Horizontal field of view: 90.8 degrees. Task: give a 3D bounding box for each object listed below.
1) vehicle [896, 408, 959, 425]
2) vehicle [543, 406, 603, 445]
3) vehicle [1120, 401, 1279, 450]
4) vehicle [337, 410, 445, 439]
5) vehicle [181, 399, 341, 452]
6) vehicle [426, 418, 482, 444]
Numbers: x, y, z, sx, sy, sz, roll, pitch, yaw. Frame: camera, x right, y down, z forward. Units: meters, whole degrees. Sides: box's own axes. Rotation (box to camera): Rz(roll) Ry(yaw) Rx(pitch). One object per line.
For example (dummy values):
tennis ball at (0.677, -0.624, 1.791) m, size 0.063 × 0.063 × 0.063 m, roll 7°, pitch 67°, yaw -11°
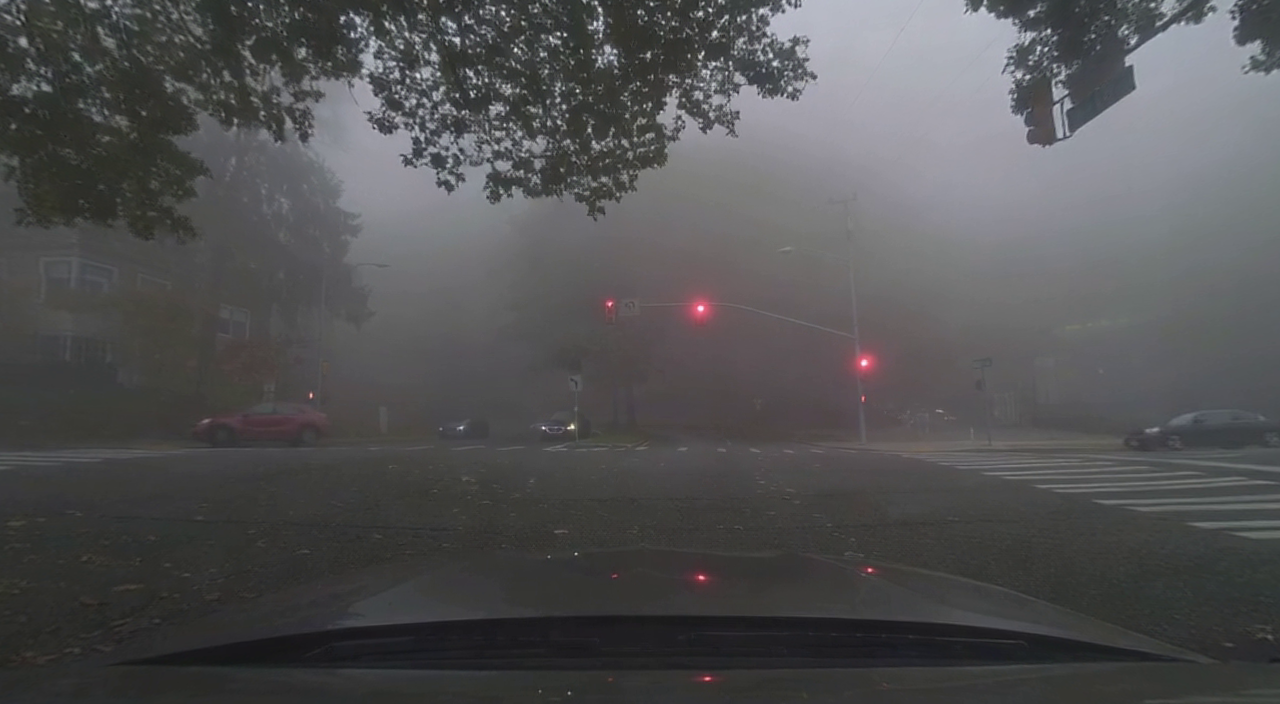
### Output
vehicle at (21.999, 4.940, 48.442) m, size 3.933 × 1.219 × 1.700 m, roll -1°, pitch -9°, yaw 3°
vehicle at (-3.473, 4.012, 33.915) m, size 2.306 × 1.907 × 5.382 m, roll -1°, pitch -9°, yaw 4°
vehicle at (20.037, 2.625, 22.287) m, size 4.454 × 1.643 × 1.809 m, roll -1°, pitch -9°, yaw 9°
vehicle at (-17.133, 5.100, 43.761) m, size 6.496 × 1.847 × 2.164 m, roll 8°, pitch -12°, yaw -42°
vehicle at (-15.066, 3.053, 25.478) m, size 2.340 × 1.902 × 4.920 m, roll -5°, pitch -10°, yaw 27°
vehicle at (-11.414, 4.940, 39.134) m, size 1.899 × 1.510 × 4.294 m, roll -1°, pitch -8°, yaw 4°
